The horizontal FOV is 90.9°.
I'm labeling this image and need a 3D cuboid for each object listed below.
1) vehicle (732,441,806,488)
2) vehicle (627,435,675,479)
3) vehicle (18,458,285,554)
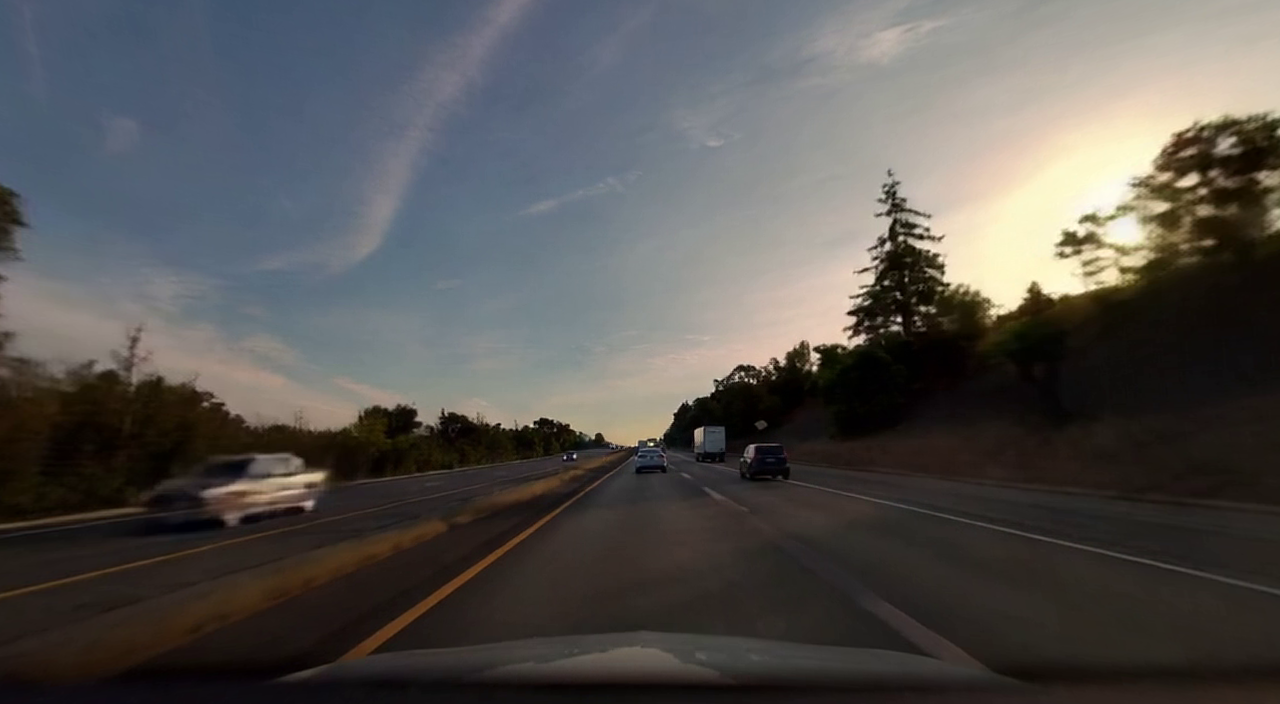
[{"bbox_3d":[4.610,4.053,23.067,1.868,1.566,3.509,0,-9,-1],"label":"vehicle"},{"bbox_3d":[0.501,5.024,30.285,2.143,1.925,4.101,0,-9,0],"label":"vehicle"},{"bbox_3d":[-9.429,2.950,12.785,1.827,1.488,4.455,0,-9,0],"label":"vehicle"}]
